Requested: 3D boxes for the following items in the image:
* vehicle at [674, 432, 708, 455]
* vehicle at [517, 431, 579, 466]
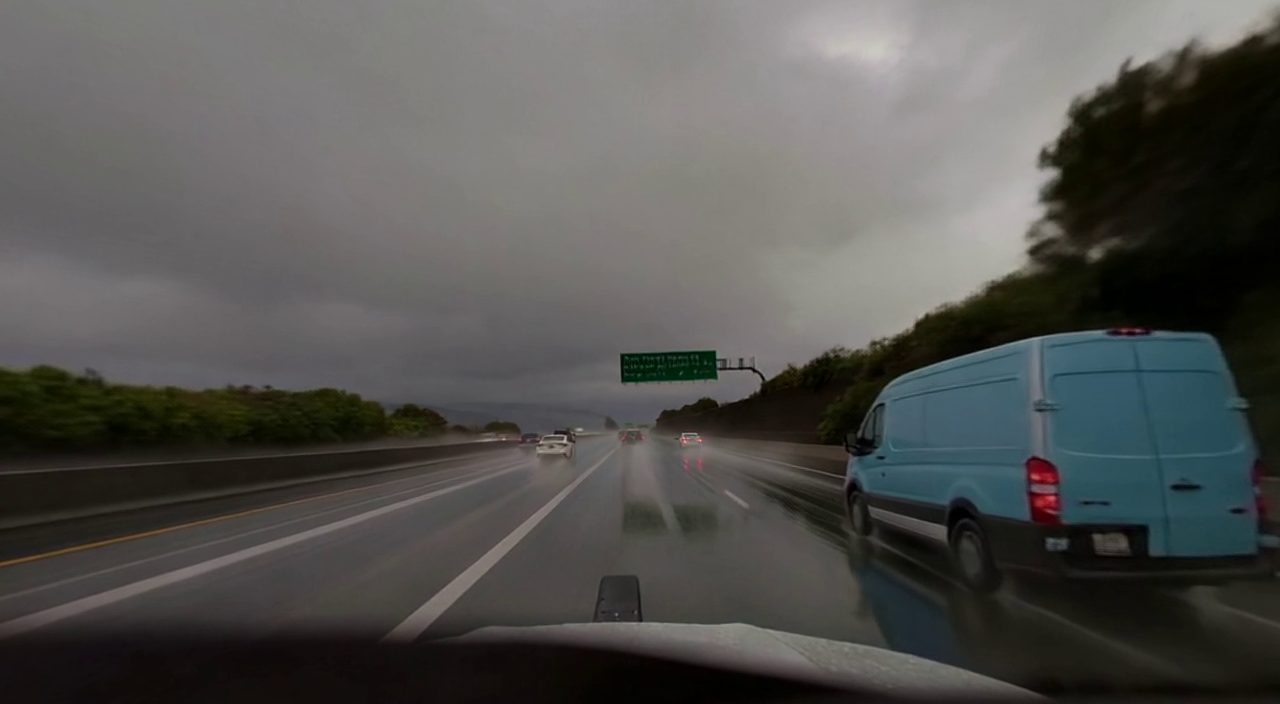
[{"bbox_3d":[3.390,6.159,42.332,1.806,1.469,3.681,0,-8,-2],"label":"vehicle"},{"bbox_3d":[-4.097,4.356,28.732,2.204,1.486,4.121,0,-8,0],"label":"vehicle"}]
